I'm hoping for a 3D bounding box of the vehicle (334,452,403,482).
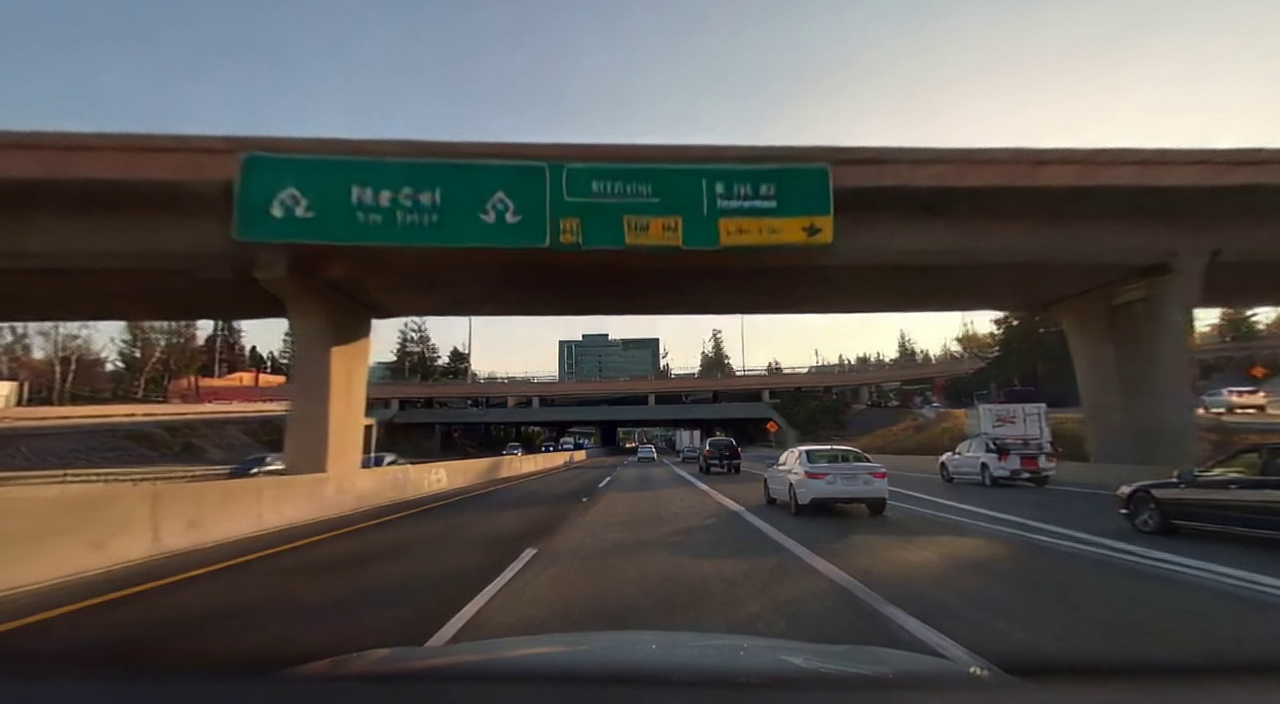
[{"bbox_3d":[-15.000,6.370,35.116,1.928,1.479,4.149,0,-8,1],"label":"vehicle"}]

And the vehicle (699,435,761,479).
[{"bbox_3d":[4.035,4.803,29.129,2.086,1.858,4.737,0,-8,-1],"label":"vehicle"}]

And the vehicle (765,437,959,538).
[{"bbox_3d":[3.736,2.342,11.618,1.902,1.481,4.451,0,-8,-1],"label":"vehicle"}]

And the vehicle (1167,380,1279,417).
[{"bbox_3d":[33.937,2.787,36.899,2.131,1.840,4.870,-1,-8,4],"label":"vehicle"}]

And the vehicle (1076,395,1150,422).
[{"bbox_3d":[35.259,4.252,47.185,2.024,1.757,4.696,-1,-8,3],"label":"vehicle"}]

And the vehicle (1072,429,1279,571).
[{"bbox_3d":[7.700,1.696,7.572,1.919,1.476,4.303,0,-8,0],"label":"vehicle"}]

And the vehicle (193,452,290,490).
[{"bbox_3d":[-19.167,5.713,30.607,1.870,1.672,4.349,0,-8,0],"label":"vehicle"}]
